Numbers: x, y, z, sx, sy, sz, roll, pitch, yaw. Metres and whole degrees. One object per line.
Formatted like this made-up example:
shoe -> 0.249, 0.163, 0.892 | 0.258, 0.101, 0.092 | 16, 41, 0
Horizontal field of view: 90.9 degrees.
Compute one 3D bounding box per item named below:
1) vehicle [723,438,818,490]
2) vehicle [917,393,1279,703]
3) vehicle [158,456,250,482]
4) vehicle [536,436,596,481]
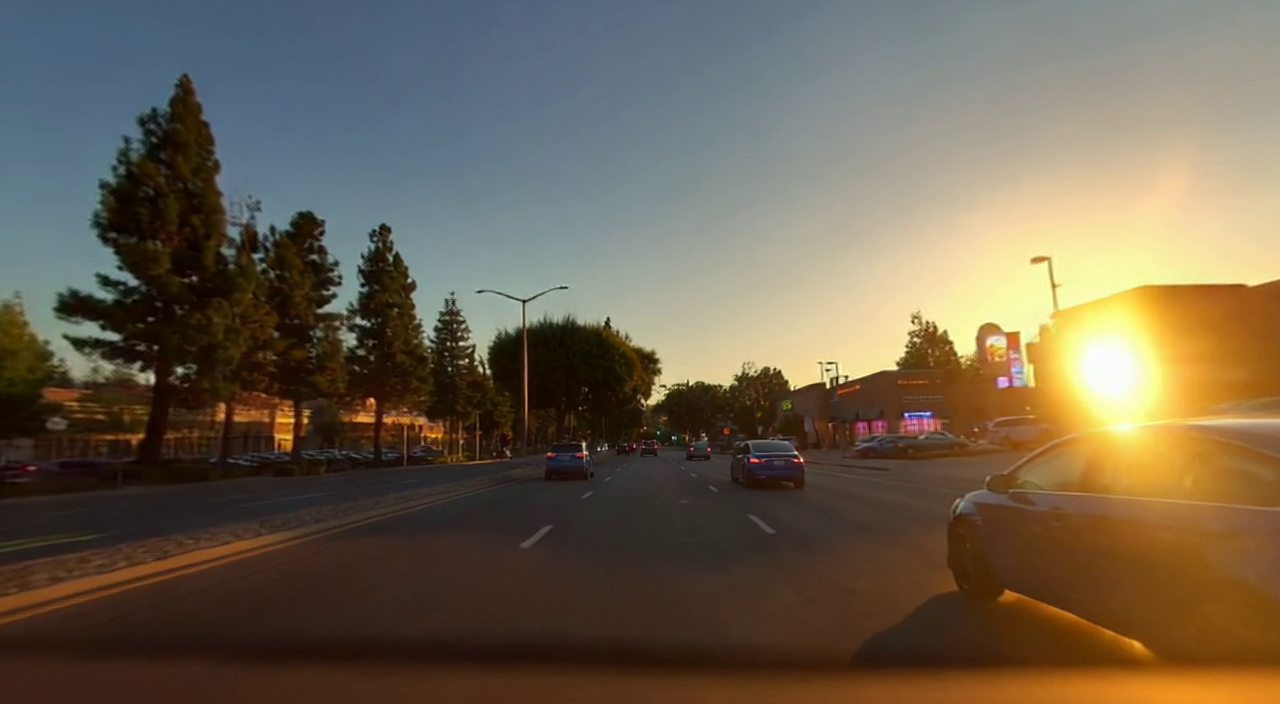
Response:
vehicle -> 4.127, 3.629, 20.750 | 2.036, 1.480, 4.659 | 0, -8, -1
vehicle -> 3.562, 1.051, 3.457 | 1.976, 1.491, 4.714 | 0, -8, 1
vehicle -> -29.803, 7.974, 43.264 | 1.998, 1.623, 4.681 | -6, -10, 32
vehicle -> -3.062, 4.495, 26.889 | 1.981, 1.731, 4.360 | 0, -8, 1
